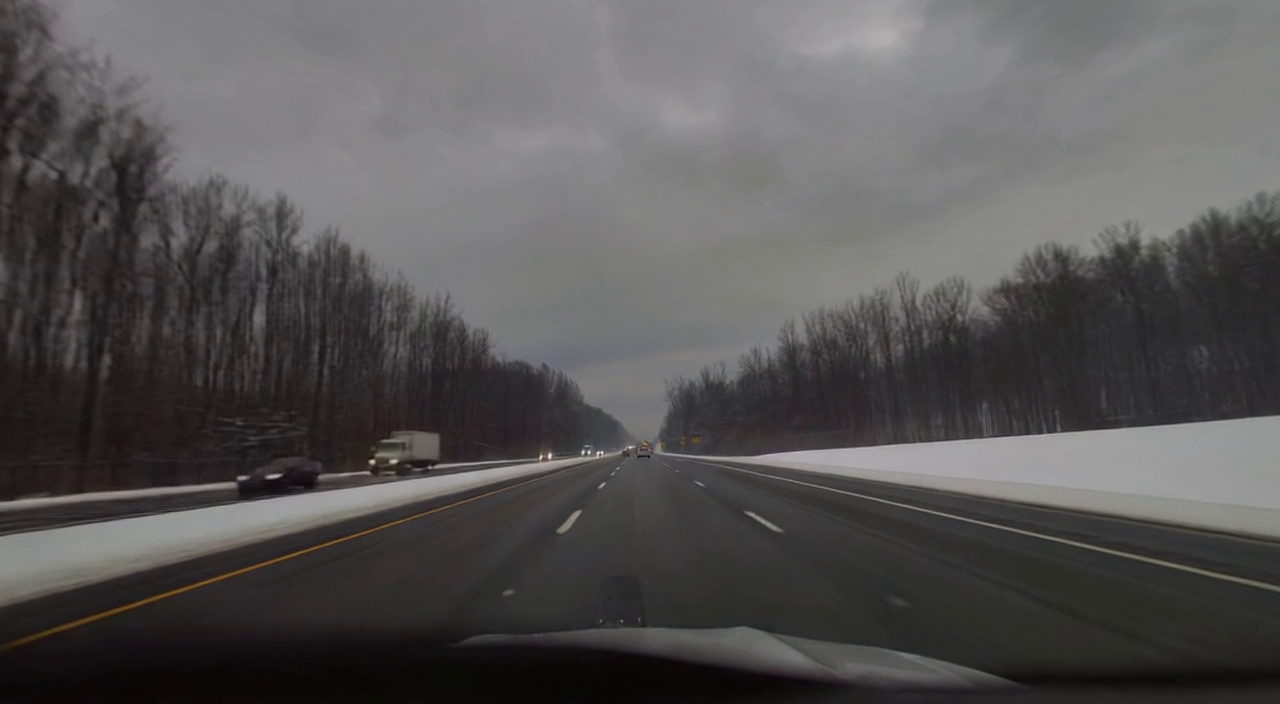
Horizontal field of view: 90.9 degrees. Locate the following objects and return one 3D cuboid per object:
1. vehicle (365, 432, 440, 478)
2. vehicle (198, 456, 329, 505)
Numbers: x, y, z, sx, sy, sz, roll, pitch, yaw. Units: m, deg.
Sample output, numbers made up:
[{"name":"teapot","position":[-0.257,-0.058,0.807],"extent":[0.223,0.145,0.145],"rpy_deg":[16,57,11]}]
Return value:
[{"name":"vehicle","position":[-16.883,7.353,45.433],"extent":[2.536,3.058,7.355],"rpy_deg":[0,-8,0]},{"name":"vehicle","position":[-12.977,4.414,22.115],"extent":[1.820,1.458,4.466],"rpy_deg":[0,-9,1]}]
